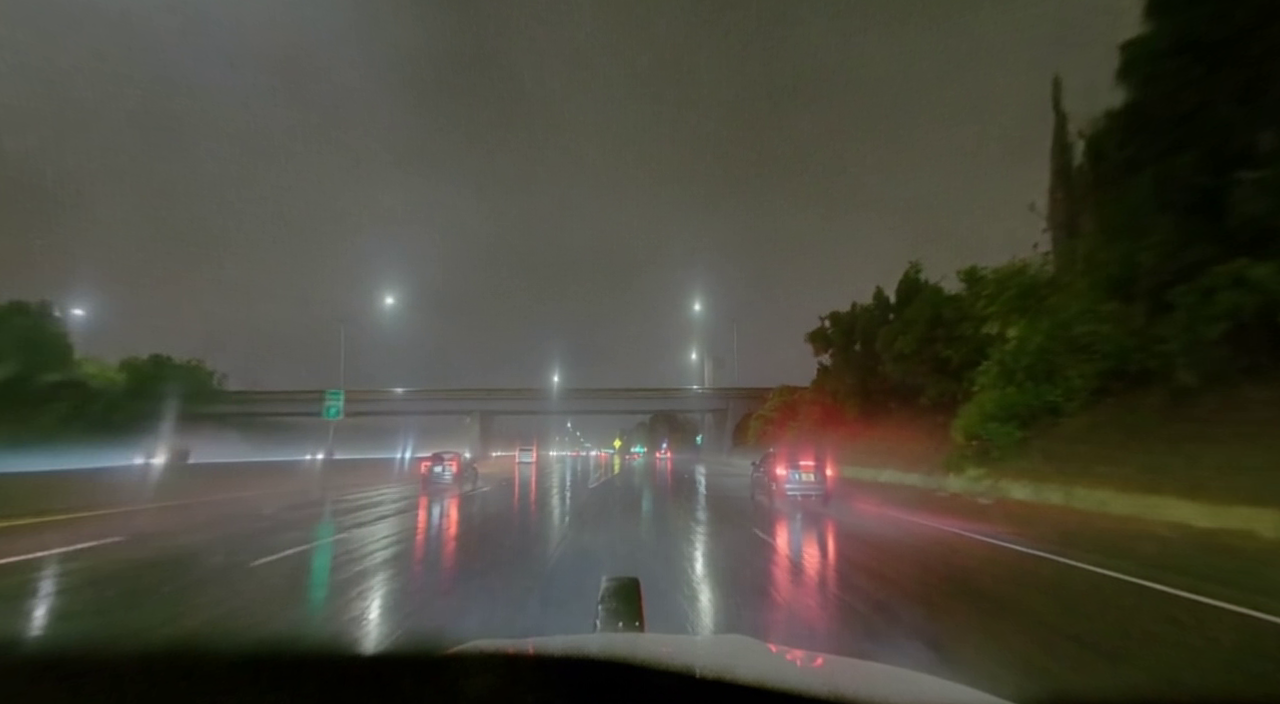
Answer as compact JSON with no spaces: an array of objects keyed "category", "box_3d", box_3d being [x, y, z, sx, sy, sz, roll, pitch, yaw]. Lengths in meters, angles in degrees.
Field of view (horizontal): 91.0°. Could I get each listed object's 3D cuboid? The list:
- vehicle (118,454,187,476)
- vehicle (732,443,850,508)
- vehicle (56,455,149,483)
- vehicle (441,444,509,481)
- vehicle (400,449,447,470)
[{"category":"vehicle","box_3d":[-36.373,8.443,47.141,1.770,1.500,4.347,0,-9,-2]},{"category":"vehicle","box_3d":[3.905,3.272,17.183,2.079,1.535,4.316,0,-9,-1]},{"category":"vehicle","box_3d":[-31.523,6.845,37.128,1.796,1.492,4.319,1,-9,-3]},{"category":"vehicle","box_3d":[-7.619,5.144,29.582,2.072,1.545,4.687,0,-9,-2]},{"category":"vehicle","box_3d":[-15.963,7.934,46.657,1.919,1.497,4.765,0,-9,-2]}]
